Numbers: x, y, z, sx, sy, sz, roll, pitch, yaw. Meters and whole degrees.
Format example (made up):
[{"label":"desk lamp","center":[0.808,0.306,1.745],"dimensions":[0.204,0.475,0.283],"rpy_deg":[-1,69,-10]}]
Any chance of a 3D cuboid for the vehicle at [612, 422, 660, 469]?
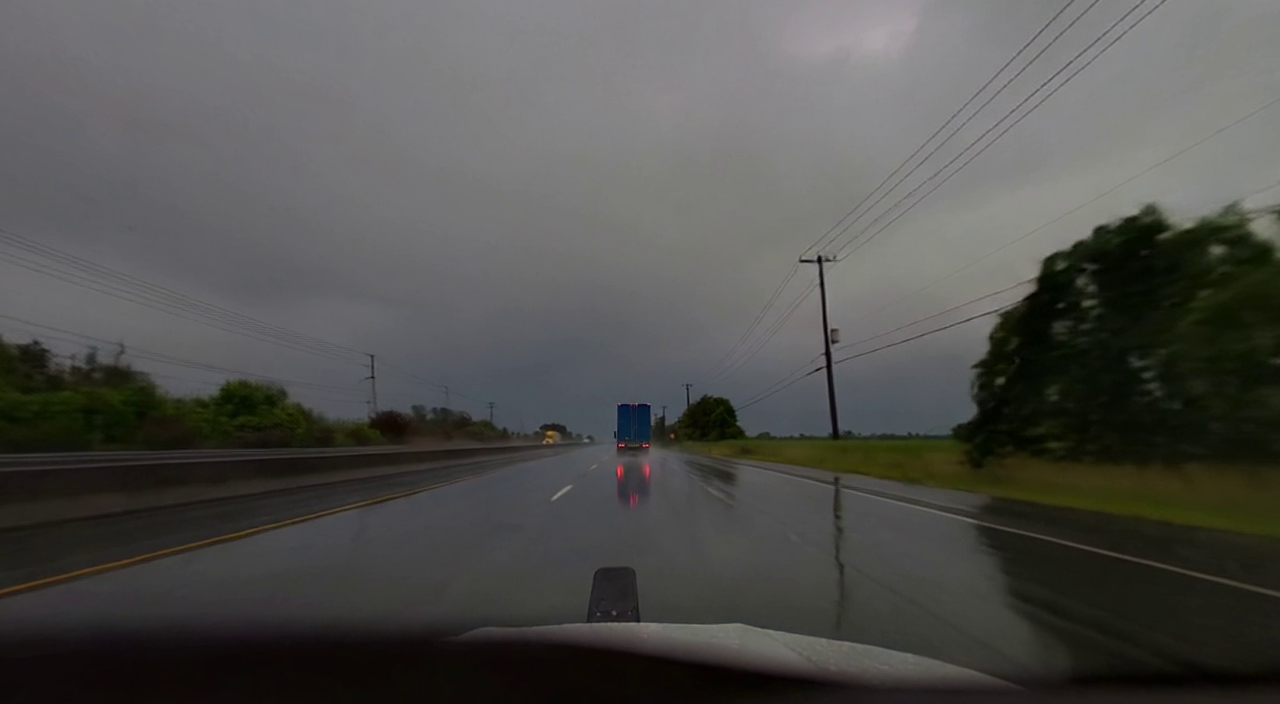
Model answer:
[{"label":"vehicle","center":[-0.298,4.680,31.563],"dimensions":[2.240,2.129,4.480],"rpy_deg":[0,-8,-2]}]
